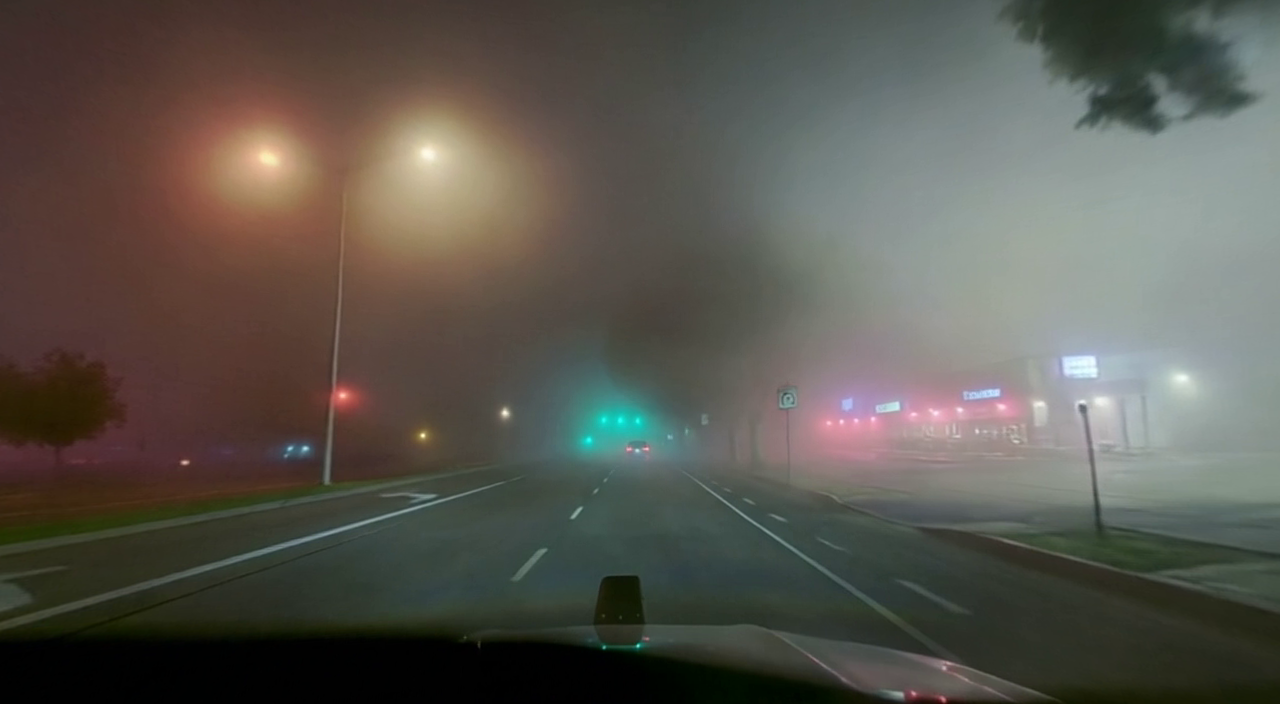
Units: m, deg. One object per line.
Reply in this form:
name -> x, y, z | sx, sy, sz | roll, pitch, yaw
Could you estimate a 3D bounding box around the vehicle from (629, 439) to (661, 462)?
vehicle -> 0.297, 6.739, 43.432 | 2.115, 1.461, 3.976 | 0, -8, -1
